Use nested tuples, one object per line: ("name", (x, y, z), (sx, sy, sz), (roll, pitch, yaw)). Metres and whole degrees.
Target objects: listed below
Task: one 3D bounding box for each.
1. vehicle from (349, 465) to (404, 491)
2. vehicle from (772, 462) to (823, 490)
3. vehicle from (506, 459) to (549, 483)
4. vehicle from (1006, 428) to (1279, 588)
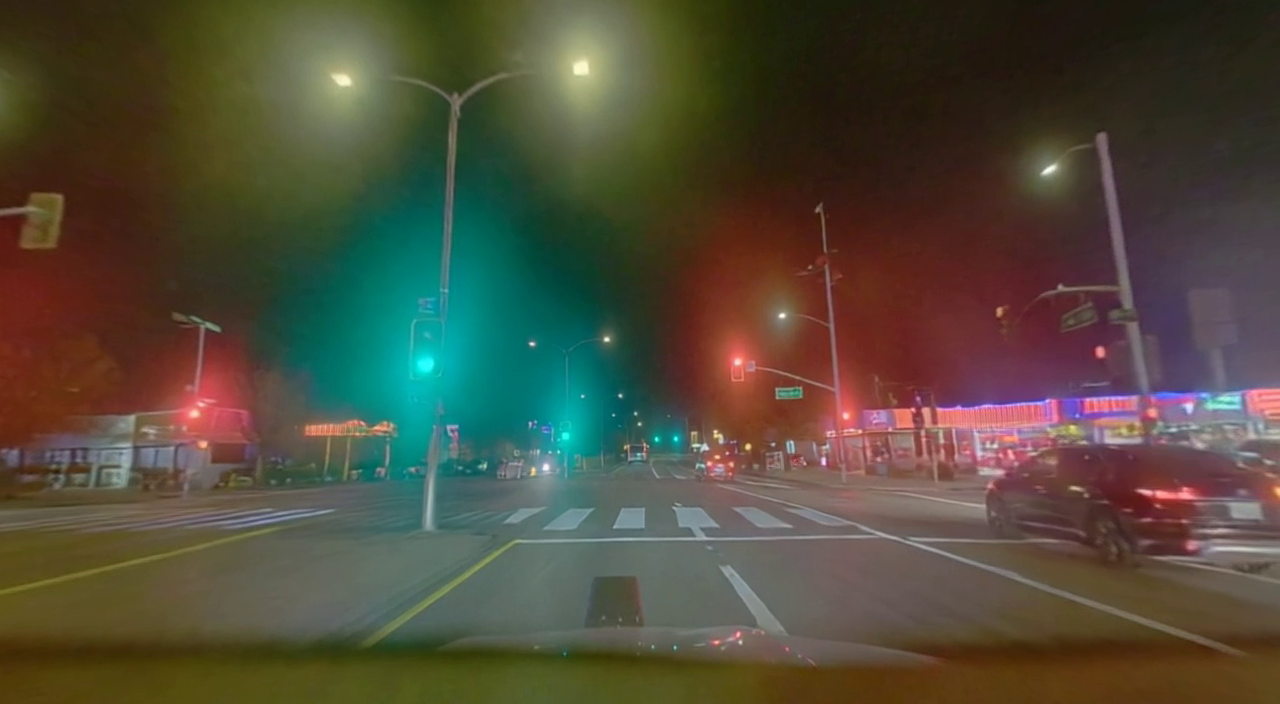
("vehicle", (-18.167, 8.673, 43.761), (1.858, 1.493, 4.721), (0, -8, -1))
("vehicle", (9.635, 7.588, 38.937), (1.948, 1.483, 4.645), (0, -8, 0))
("vehicle", (-8.018, 8.516, 45.356), (2.225, 1.532, 4.486), (0, -8, 1))
("vehicle", (7.437, 1.989, 9.031), (1.974, 1.679, 4.611), (-1, -8, 5))
